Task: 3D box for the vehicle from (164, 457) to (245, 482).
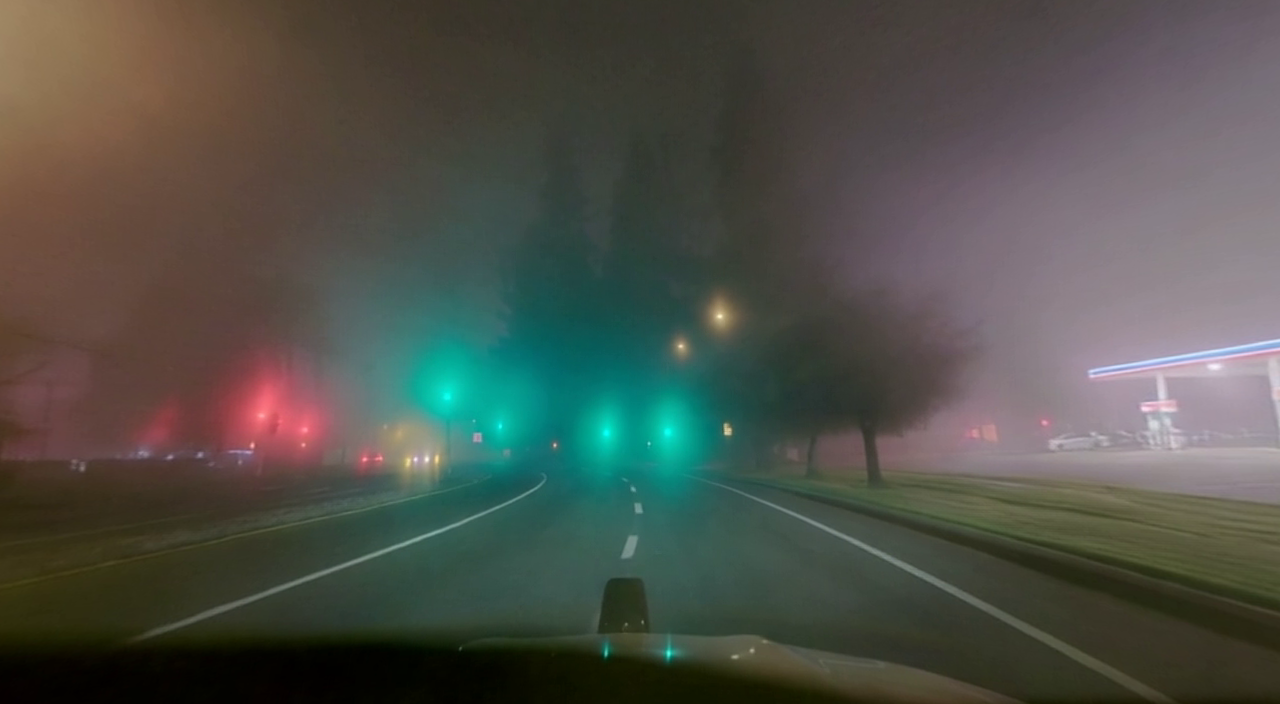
[{"bbox_3d":[-31.862,8.562,46.162,4.559,1.608,1.961,-2,-8,5],"label":"vehicle"}]
